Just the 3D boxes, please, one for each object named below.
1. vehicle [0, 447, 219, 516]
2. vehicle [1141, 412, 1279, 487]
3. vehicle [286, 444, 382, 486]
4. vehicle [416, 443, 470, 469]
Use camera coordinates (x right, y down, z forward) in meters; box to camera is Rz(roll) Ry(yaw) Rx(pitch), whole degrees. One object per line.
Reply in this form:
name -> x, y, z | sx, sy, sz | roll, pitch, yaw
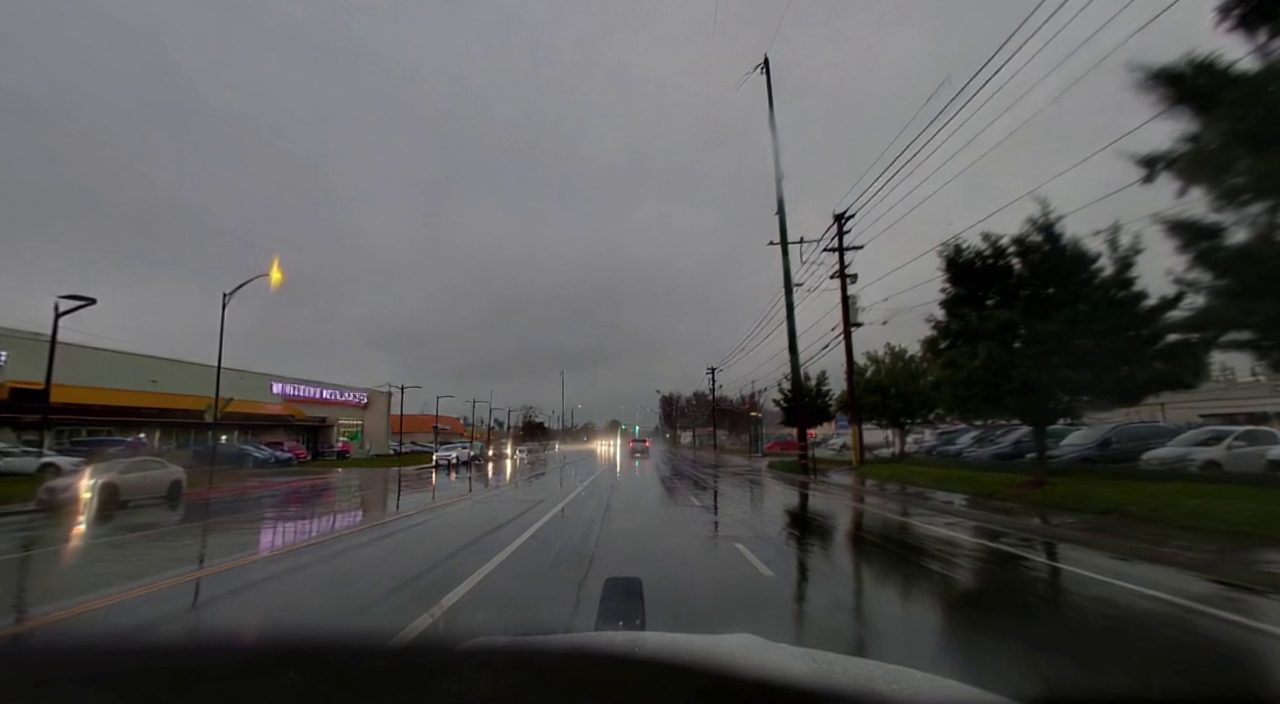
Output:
vehicle -> -13.499, 3.200, 16.243 | 1.921, 1.453, 5.024 | 0, -8, 0
vehicle -> 14.417, 2.207, 14.403 | 4.142, 1.568, 2.103 | 0, -8, 2
vehicle -> -13.628, 5.022, 28.487 | 1.955, 1.549, 5.009 | -2, -8, -1
vehicle -> -13.614, 7.210, 43.928 | 2.014, 1.523, 5.092 | -3, -8, 1
